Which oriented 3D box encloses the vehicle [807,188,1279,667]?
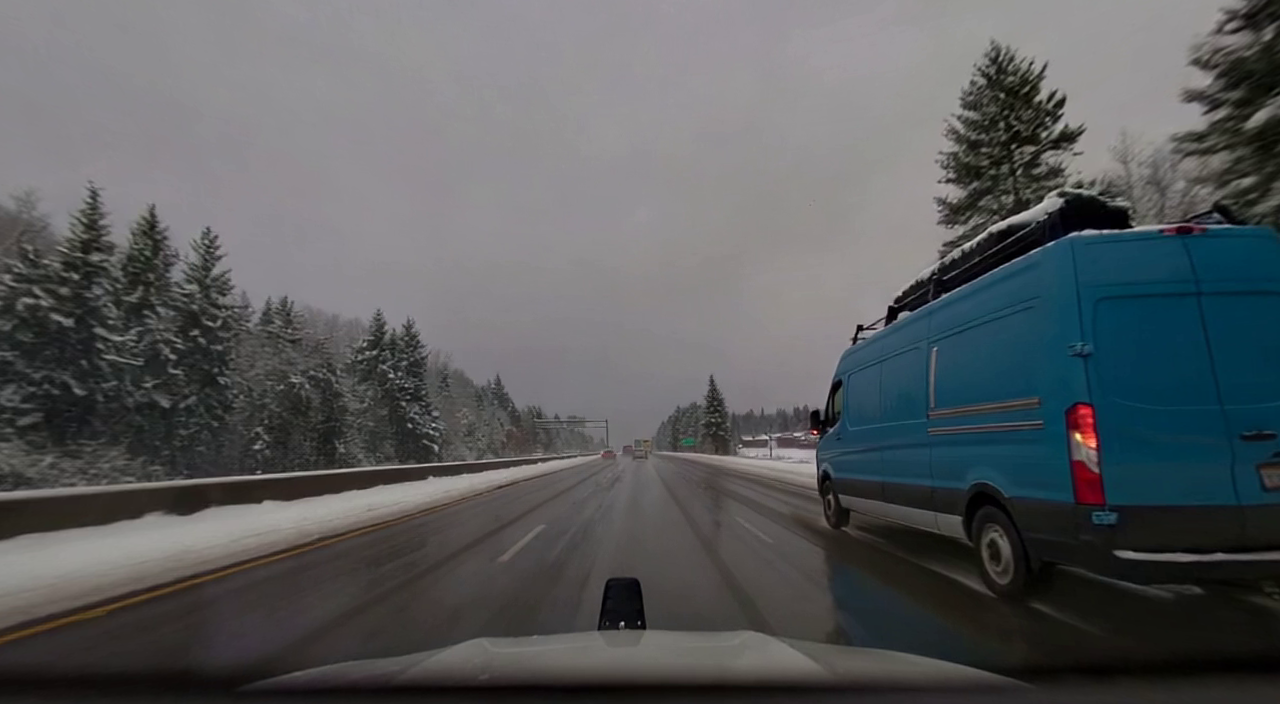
[{"bbox_3d":[4.103,0.898,7.095,2.527,2.809,6.831,0,-9,0],"label":"vehicle"}]
